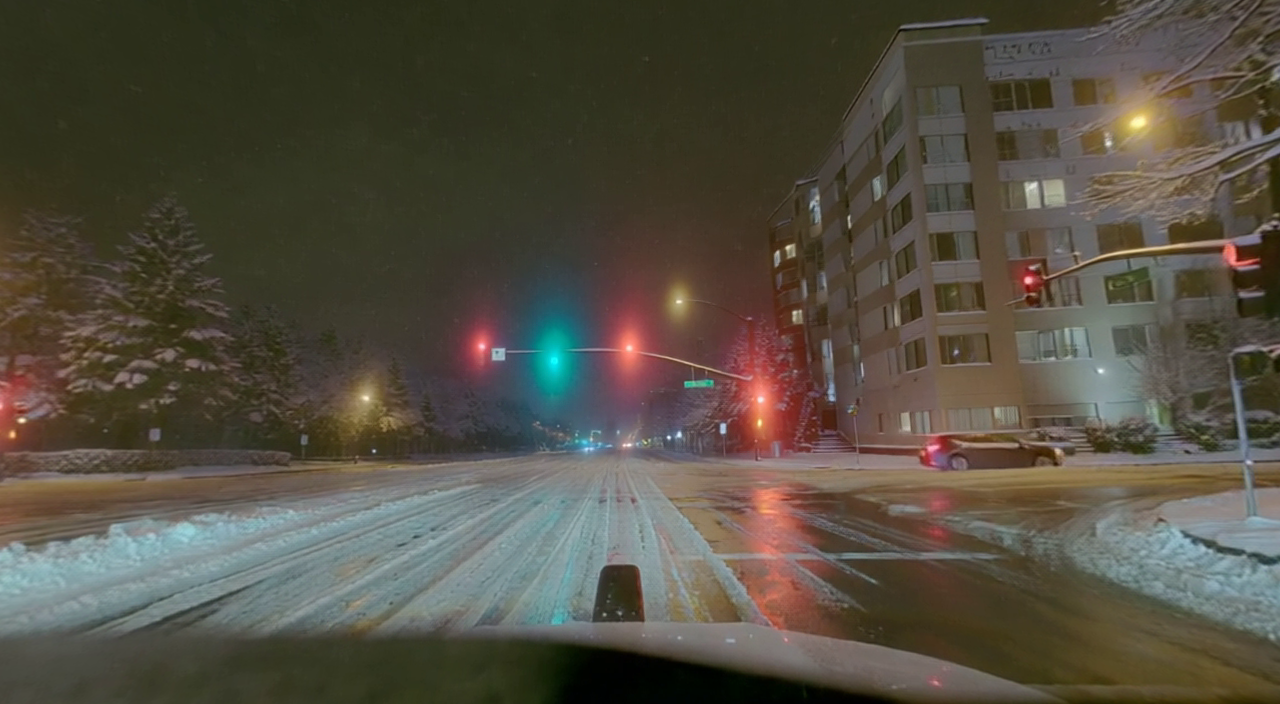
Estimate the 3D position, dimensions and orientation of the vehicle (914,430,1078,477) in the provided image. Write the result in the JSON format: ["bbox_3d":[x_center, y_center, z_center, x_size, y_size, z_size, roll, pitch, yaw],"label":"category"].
[{"bbox_3d":[14.449,4.173,25.962,5.357,1.814,2.141,-1,-8,3],"label":"vehicle"}]
